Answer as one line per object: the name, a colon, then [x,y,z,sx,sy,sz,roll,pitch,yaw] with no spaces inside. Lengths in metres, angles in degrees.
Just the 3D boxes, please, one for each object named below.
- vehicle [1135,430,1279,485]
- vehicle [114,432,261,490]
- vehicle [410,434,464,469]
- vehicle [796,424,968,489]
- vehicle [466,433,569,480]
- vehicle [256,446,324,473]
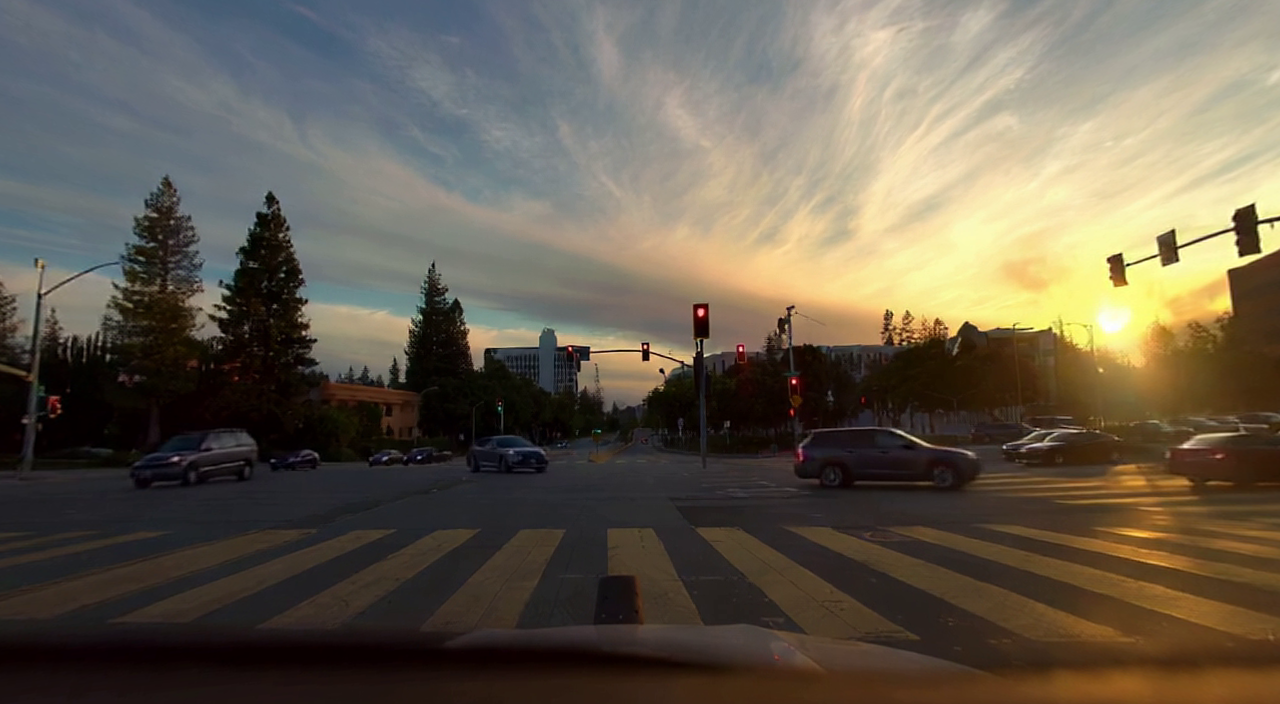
vehicle: [17.320,2.995,18.093,4.532,1.467,2.135,0,-9,-4]
vehicle: [-16.371,3.956,23.245,1.977,1.878,4.575,0,-9,0]
vehicle: [-12.205,6.010,38.391,2.223,1.972,5.310,1,-8,-8]
vehicle: [7.536,3.289,20.073,4.767,1.877,2.017,-3,-9,19]
vehicle: [-4.890,4.104,24.985,1.982,1.678,4.180,8,-12,-44]
vehicle: [-23.024,7.077,41.740,1.938,1.676,4.483,0,-9,0]
